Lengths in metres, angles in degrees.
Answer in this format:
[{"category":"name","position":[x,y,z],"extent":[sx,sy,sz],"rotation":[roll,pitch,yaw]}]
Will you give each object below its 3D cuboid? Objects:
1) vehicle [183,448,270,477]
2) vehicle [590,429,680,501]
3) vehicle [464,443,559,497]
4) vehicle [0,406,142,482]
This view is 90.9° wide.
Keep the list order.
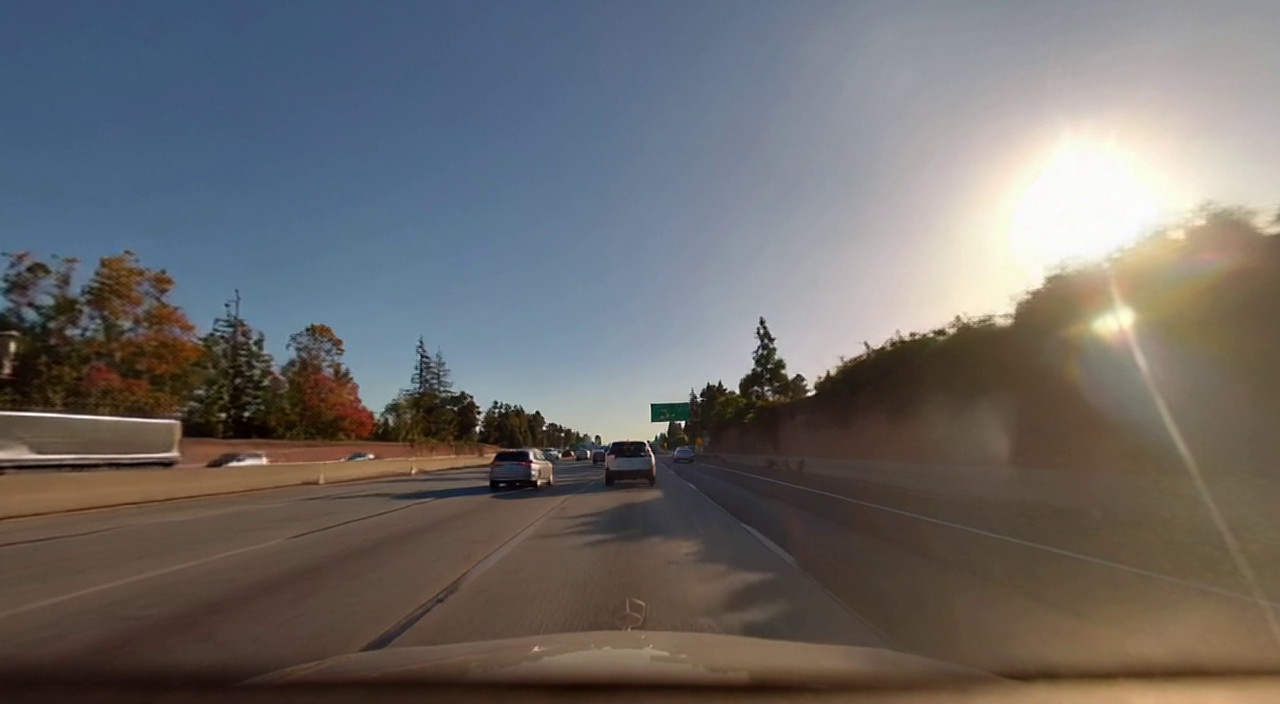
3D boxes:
[{"category":"vehicle","position":[-24.641,6.600,37.853],"extent":[1.937,1.595,4.750],"rotation":[0,-9,1]},{"category":"vehicle","position":[-0.120,3.157,17.982],"extent":[2.233,1.804,4.273],"rotation":[0,-9,0]},{"category":"vehicle","position":[-3.749,3.519,19.242],"extent":[1.967,1.442,4.143],"rotation":[0,-9,1]},{"category":"vehicle","position":[-28.873,4.467,30.503],"extent":[2.736,3.238,8.017],"rotation":[0,-9,2]}]
